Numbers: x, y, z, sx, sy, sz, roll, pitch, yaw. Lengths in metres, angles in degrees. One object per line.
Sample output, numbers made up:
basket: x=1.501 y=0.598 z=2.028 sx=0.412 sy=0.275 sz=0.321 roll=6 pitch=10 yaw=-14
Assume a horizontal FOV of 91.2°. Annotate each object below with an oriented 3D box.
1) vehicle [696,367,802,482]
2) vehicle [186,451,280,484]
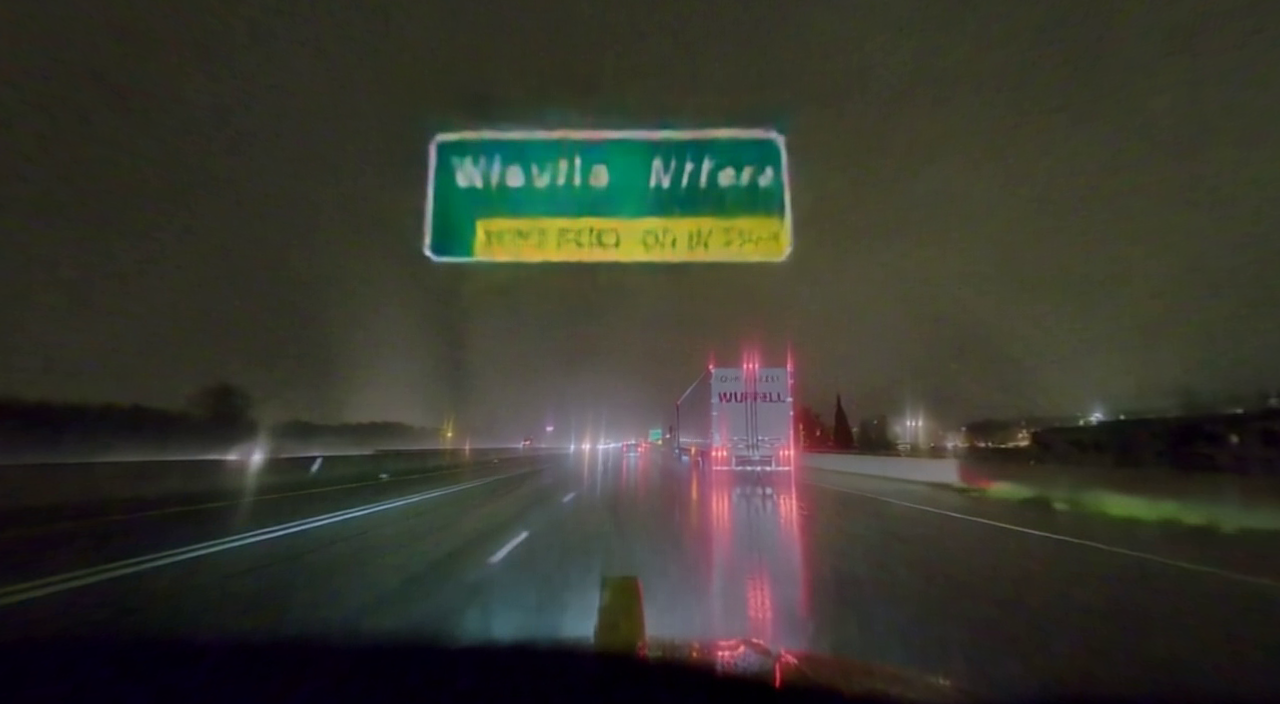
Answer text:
vehicle: x=4.221 y=3.207 z=26.482 sx=2.869 sy=4.013 sz=8.610 roll=0 pitch=-9 yaw=0
vehicle: x=-19.176 y=5.441 z=29.762 sx=1.800 sy=1.453 sz=3.931 roll=0 pitch=-9 yaw=1
